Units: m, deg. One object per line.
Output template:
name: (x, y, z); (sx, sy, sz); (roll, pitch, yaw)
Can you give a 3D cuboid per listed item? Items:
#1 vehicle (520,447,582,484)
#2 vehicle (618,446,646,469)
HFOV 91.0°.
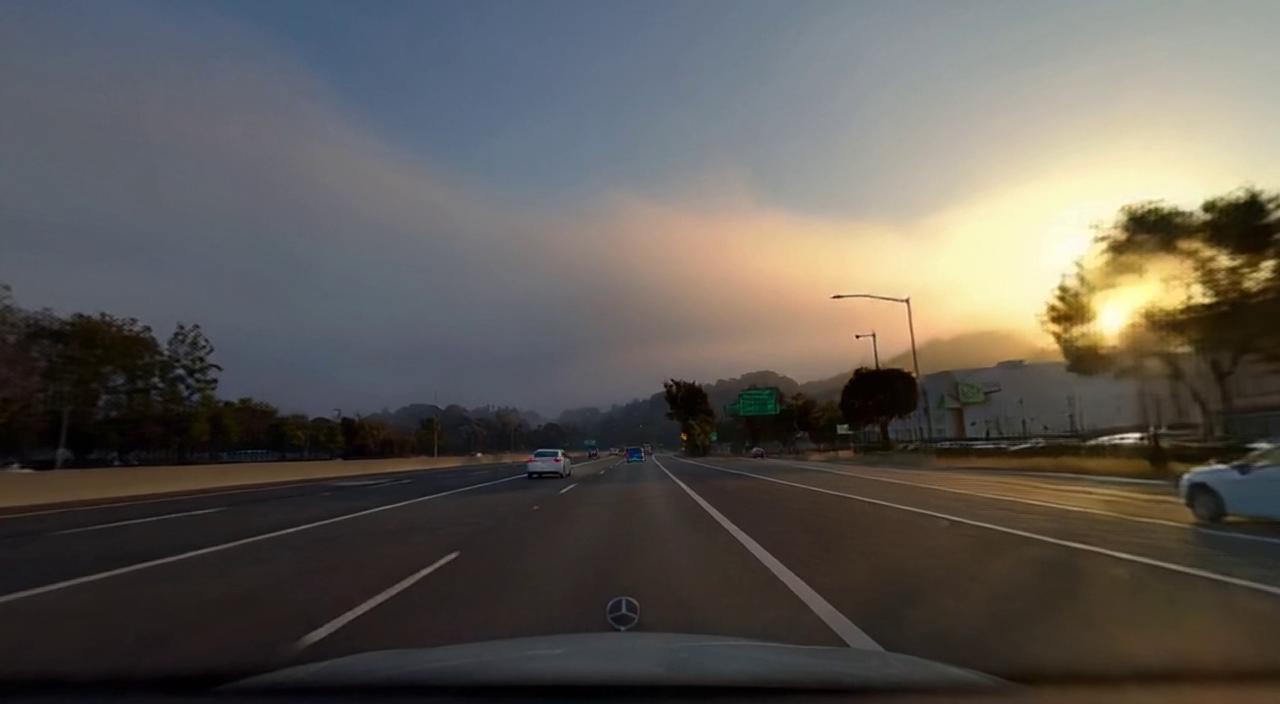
vehicle: (-3.948, 5.090, 28.585); (2.071, 1.553, 4.388); (0, -9, 1)
vehicle: (-0.582, 8.197, 49.180); (2.102, 1.692, 4.057); (0, -9, 1)
